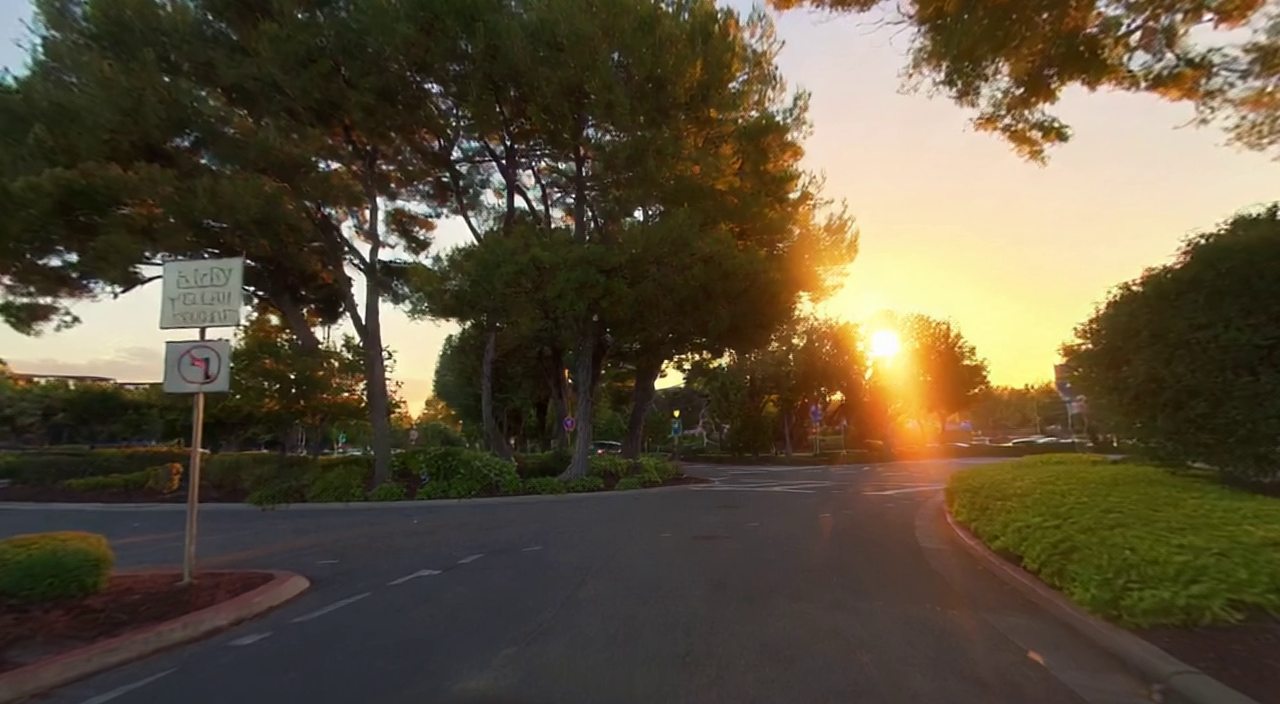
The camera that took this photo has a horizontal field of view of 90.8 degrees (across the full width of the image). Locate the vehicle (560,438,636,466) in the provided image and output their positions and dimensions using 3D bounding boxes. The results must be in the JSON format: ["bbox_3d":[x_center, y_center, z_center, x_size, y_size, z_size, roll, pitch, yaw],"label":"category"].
[{"bbox_3d":[-2.717,6.390,40.280,4.490,1.672,2.019,-6,-10,33],"label":"vehicle"}]

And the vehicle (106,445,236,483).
[{"bbox_3d":[-21.102,5.019,28.684,2.088,1.581,4.345,-2,-9,12],"label":"vehicle"}]
